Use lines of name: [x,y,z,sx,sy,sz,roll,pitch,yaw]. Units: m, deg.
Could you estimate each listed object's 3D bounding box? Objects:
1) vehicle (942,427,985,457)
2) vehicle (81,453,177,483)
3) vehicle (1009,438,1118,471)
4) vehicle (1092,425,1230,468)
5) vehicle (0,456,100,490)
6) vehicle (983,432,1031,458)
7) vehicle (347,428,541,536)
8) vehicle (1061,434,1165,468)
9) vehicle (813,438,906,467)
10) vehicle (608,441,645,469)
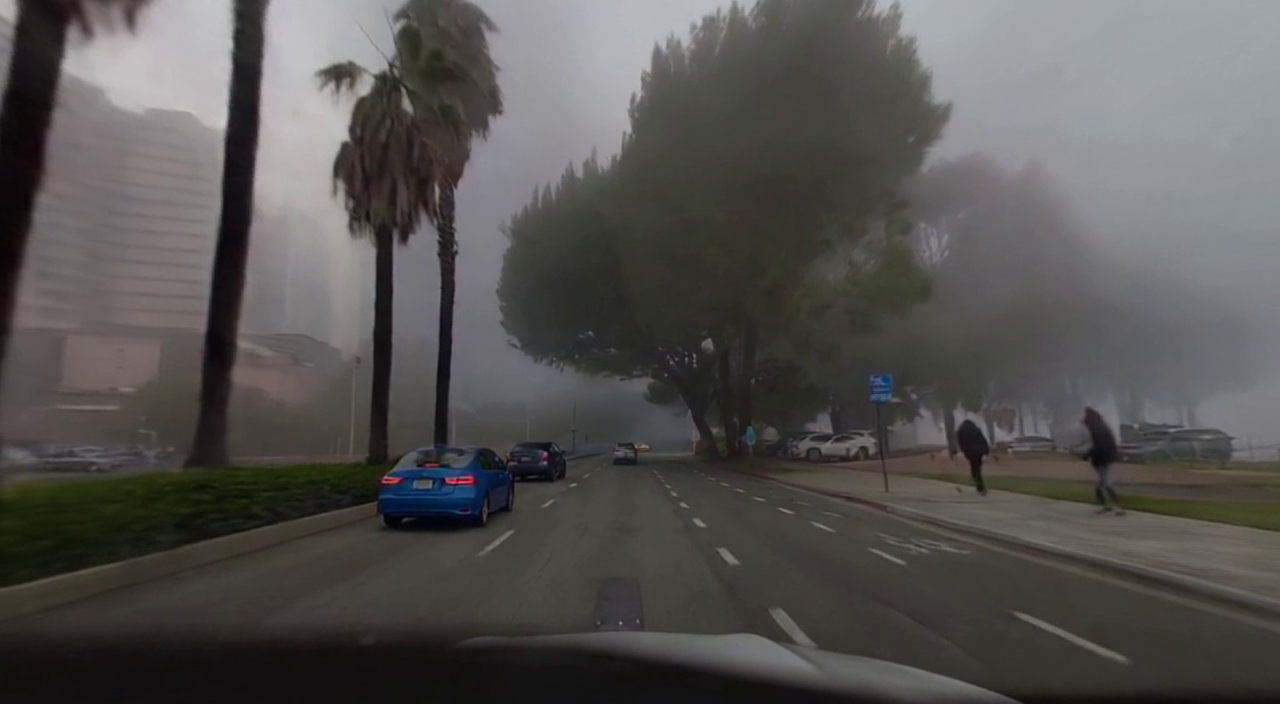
vehicle: [23.358,6.568,45.847,2.288,1.984,5.526,-4,-9,23]
vehicle: [-31.019,7.040,38.535,1.888,1.625,4.699,0,-8,0]
vehicle: [20.386,4.925,30.701,1.976,1.431,4.774,-1,-8,-1]
vehicle: [25.173,4.607,30.924,2.147,1.886,5.603,-1,-8,3]
vehicle: [-30.881,6.192,32.612,1.859,1.524,4.812,0,-8,-2]
vehicle: [26.165,6.644,45.161,1.982,1.694,4.676,-3,-9,19]
vehicle: [-3.178,2.214,11.372,2.071,1.544,4.383,0,-8,0]
vehicle: [22.767,4.772,30.641,1.938,1.522,4.121,-1,-8,3]
vehicle: [12.865,5.932,37.203,4.749,1.522,1.905,-1,-9,-3]
vehicle: [-0.750,5.865,36.088,2.004,1.465,3.713,0,-8,0]
